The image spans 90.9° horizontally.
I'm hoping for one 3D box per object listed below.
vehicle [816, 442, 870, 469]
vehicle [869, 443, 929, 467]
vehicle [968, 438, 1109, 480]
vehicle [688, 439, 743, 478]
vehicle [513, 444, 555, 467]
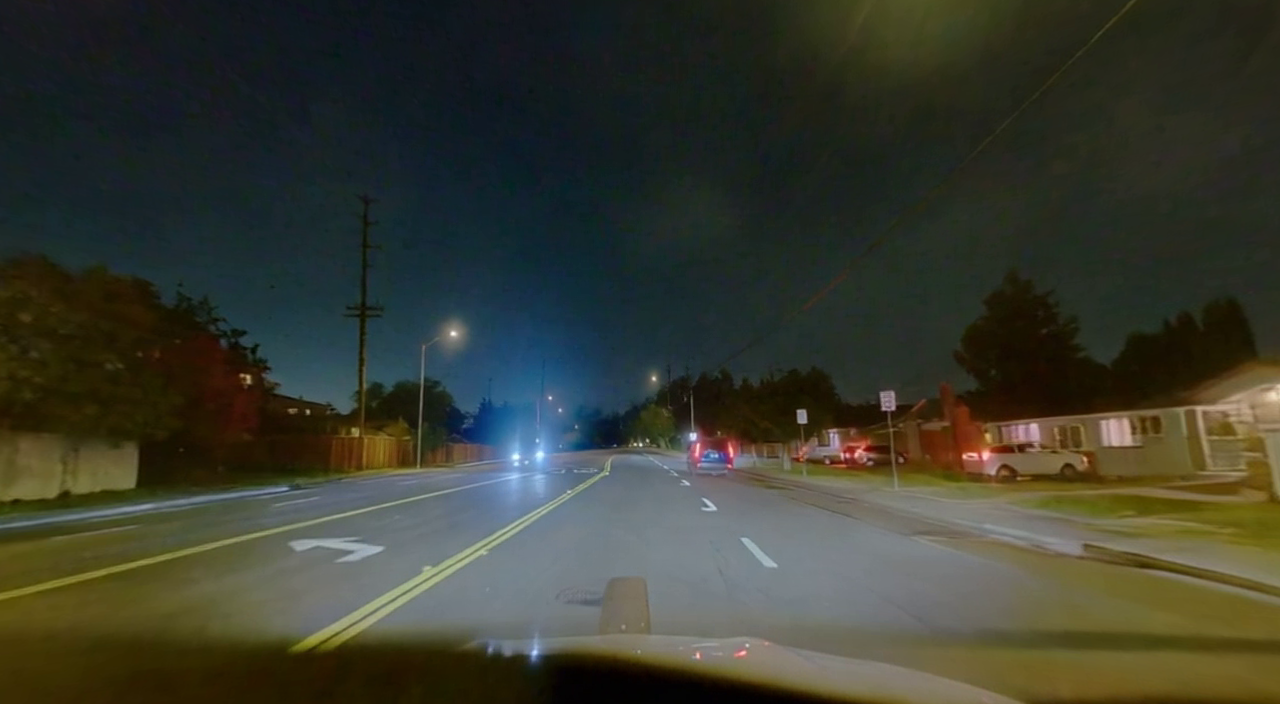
[{"bbox_3d":[12.455,6.384,38.987,1.970,1.561,4.725,-1,-9,3],"label":"vehicle"},{"bbox_3d":[16.153,6.413,39.501,1.747,1.405,4.372,0,-9,-2],"label":"vehicle"},{"bbox_3d":[15.418,4.138,24.595,4.135,1.558,1.929,0,-8,3],"label":"vehicle"},{"bbox_3d":[3.765,5.426,32.361,2.144,1.843,4.827,0,-9,-1],"label":"vehicle"},{"bbox_3d":[-8.009,7.822,47.887,2.179,1.613,4.516,-1,-9,3],"label":"vehicle"}]
